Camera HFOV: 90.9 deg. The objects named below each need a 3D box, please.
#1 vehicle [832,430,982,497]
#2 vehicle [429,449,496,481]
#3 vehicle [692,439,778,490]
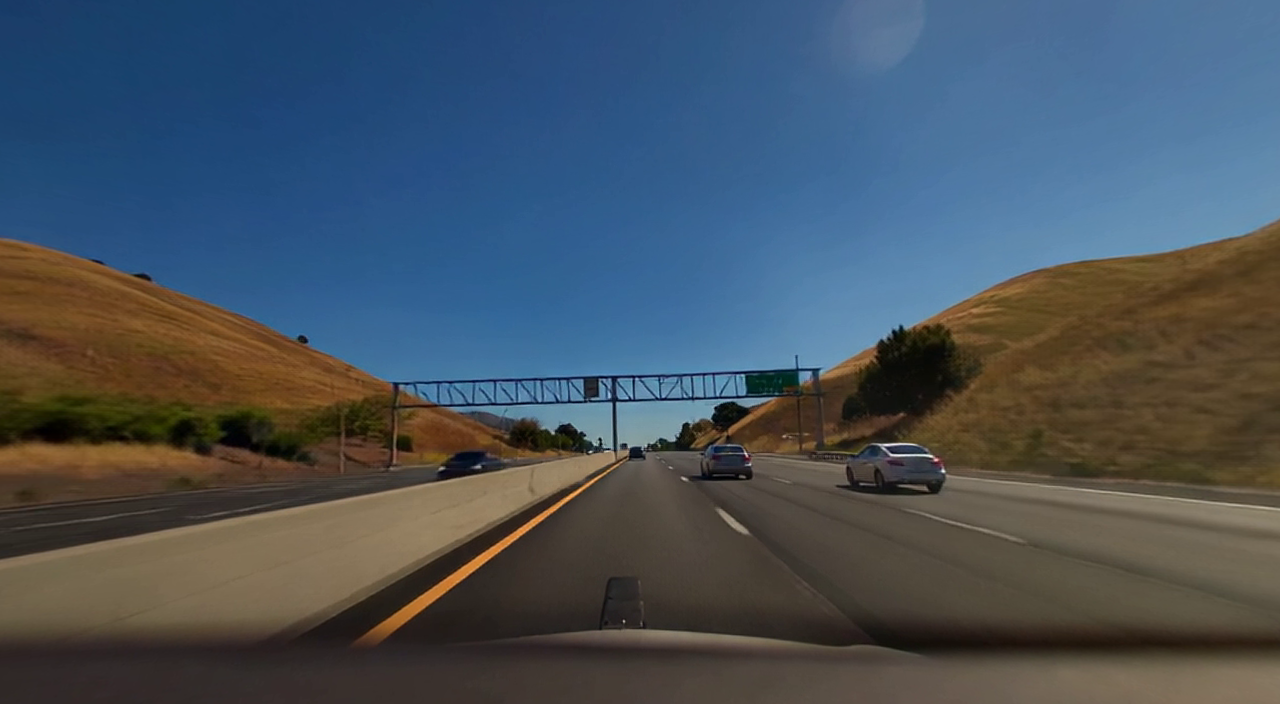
[{"bbox_3d":[6.961,2.956,17.139,1.988,1.530,4.777,0,-8,0],"label":"vehicle"},{"bbox_3d":[-8.998,5.758,32.392,2.089,1.460,4.488,-1,-8,0],"label":"vehicle"},{"bbox_3d":[2.921,3.554,20.303,2.044,1.444,4.216,0,-8,-1],"label":"vehicle"}]
